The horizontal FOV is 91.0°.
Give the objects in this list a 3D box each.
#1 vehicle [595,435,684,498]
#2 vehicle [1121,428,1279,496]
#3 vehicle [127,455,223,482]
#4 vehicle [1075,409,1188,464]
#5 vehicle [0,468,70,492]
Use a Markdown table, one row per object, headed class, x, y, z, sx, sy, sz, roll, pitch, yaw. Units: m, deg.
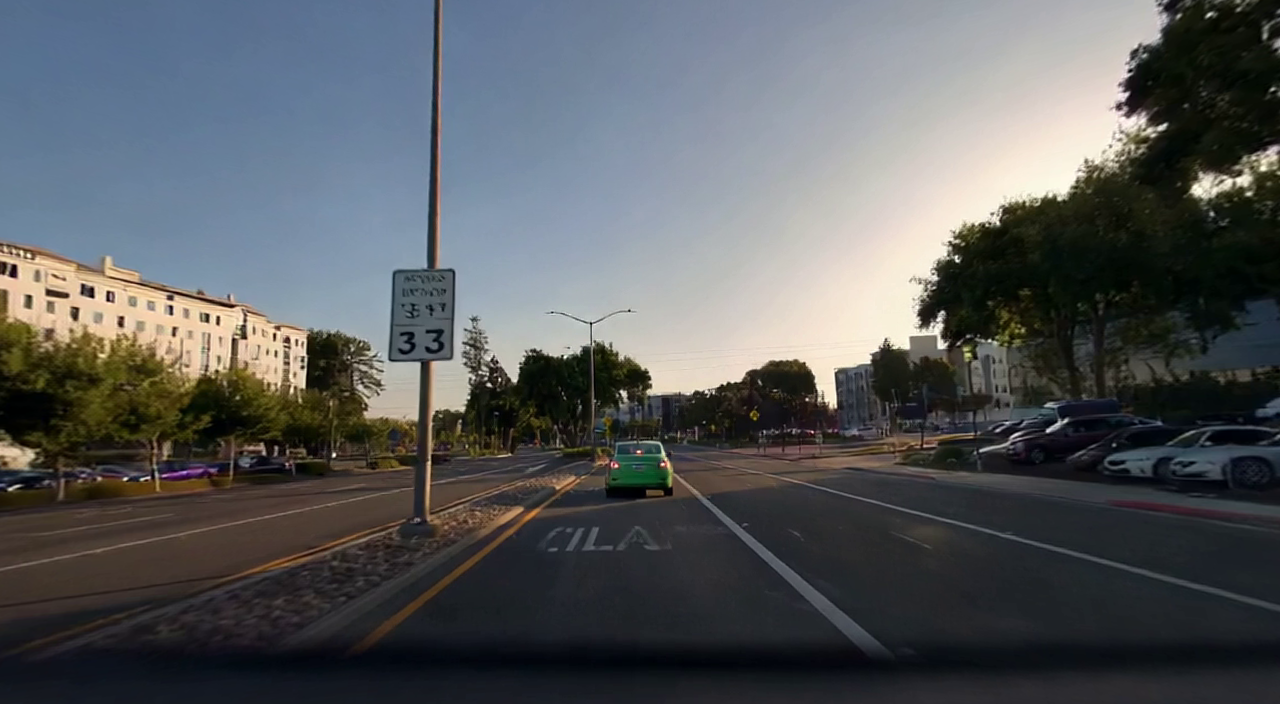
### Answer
| class | x | y | z | sx | sy | sz | roll | pitch | yaw |
| --- | --- | --- | --- | --- | --- | --- | --- | --- | --- |
| vehicle | -0.037 | 3.026 | 17.010 | 2.126 | 1.475 | 3.967 | 0 | -8 | -1 |
| vehicle | 15.180 | 2.724 | 15.924 | 4.383 | 1.561 | 2.134 | 1 | -8 | -6 |
| vehicle | -27.823 | 6.992 | 37.746 | 4.209 | 1.497 | 1.913 | 0 | -9 | 0 |
| vehicle | 21.586 | 3.792 | 27.987 | 2.336 | 2.164 | 5.796 | -3 | -9 | 22 |
| vehicle | -39.234 | 8.143 | 40.065 | 3.805 | 1.406 | 1.701 | 5 | -9 | -21 |
